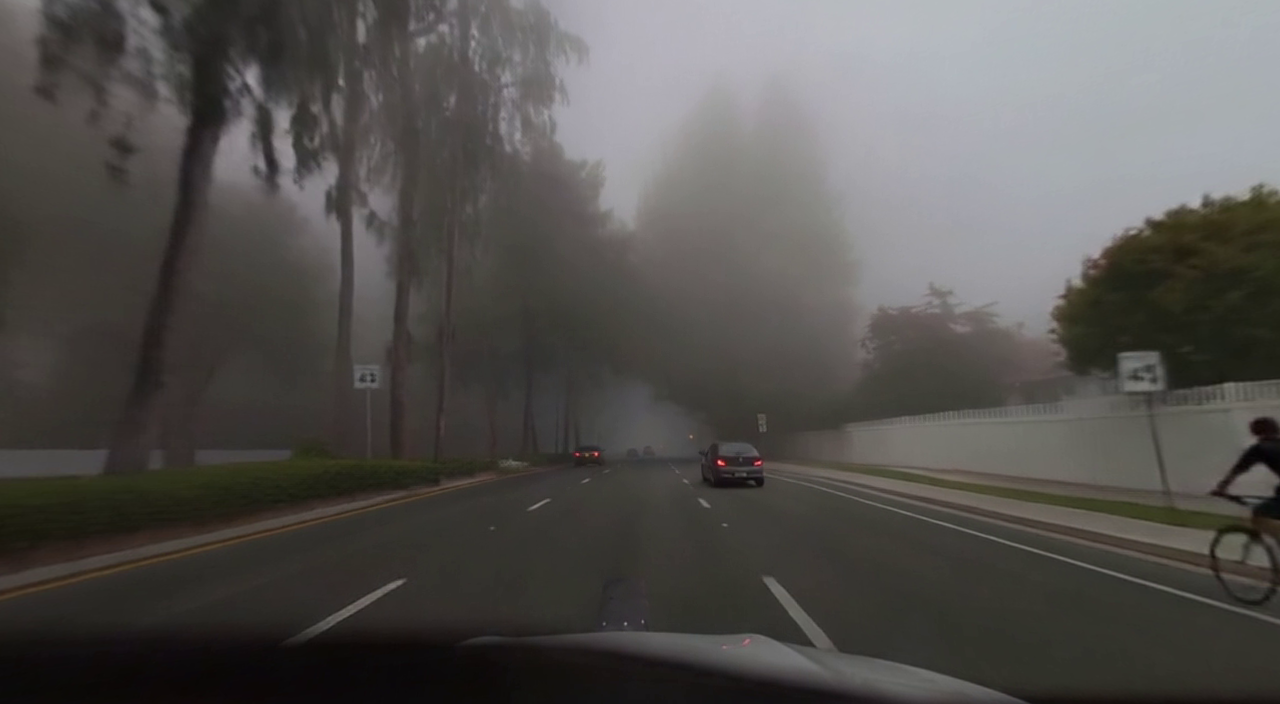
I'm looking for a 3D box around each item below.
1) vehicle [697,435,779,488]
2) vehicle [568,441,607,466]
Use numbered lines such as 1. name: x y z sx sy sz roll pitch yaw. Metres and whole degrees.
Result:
1. vehicle: 3.037 3.516 20.524 1.992 1.511 4.464 0 -9 0
2. vehicle: -3.274 6.494 40.288 2.011 1.480 4.517 0 -9 1
